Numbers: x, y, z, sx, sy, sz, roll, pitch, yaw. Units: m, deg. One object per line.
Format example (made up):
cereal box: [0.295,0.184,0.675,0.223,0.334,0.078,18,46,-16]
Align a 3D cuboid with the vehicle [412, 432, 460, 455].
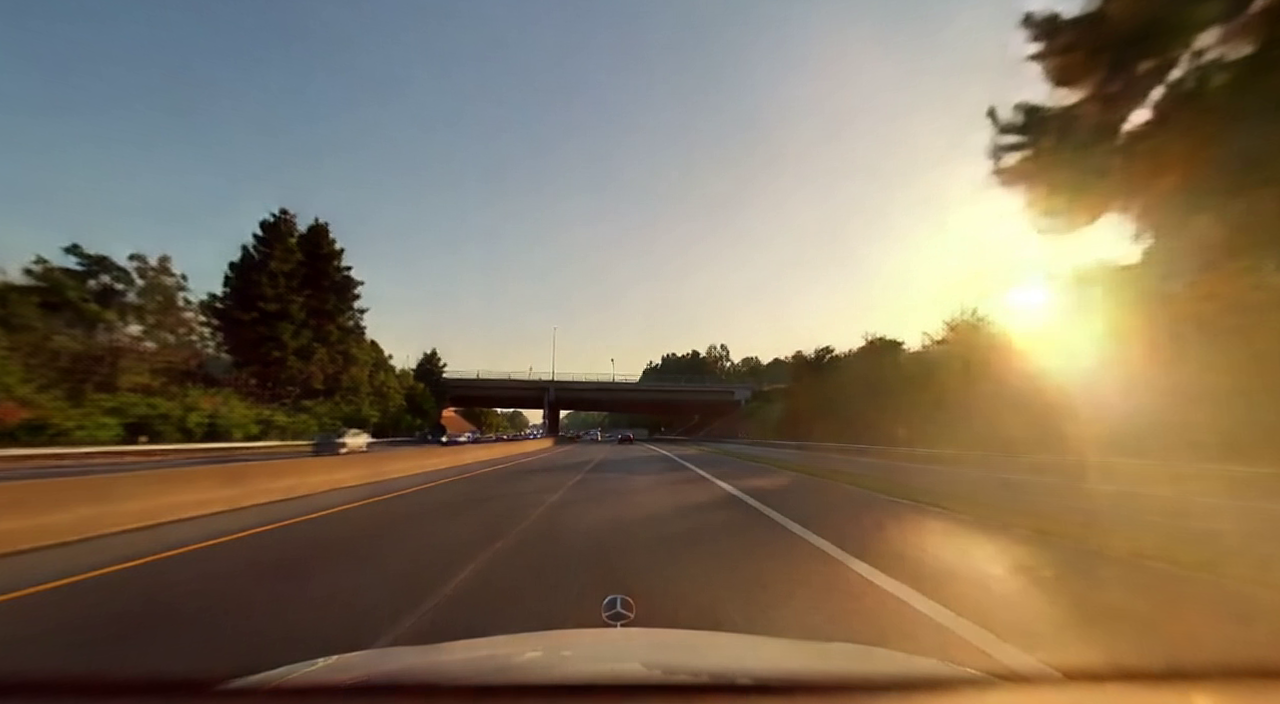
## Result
vehicle: [-13.475,6.040,41.767,1.807,1.435,4.133,0,-8,1]

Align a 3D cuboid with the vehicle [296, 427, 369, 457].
vehicle: [-17.214,5.071,35.453,1.911,1.550,4.369,0,-8,-1]
